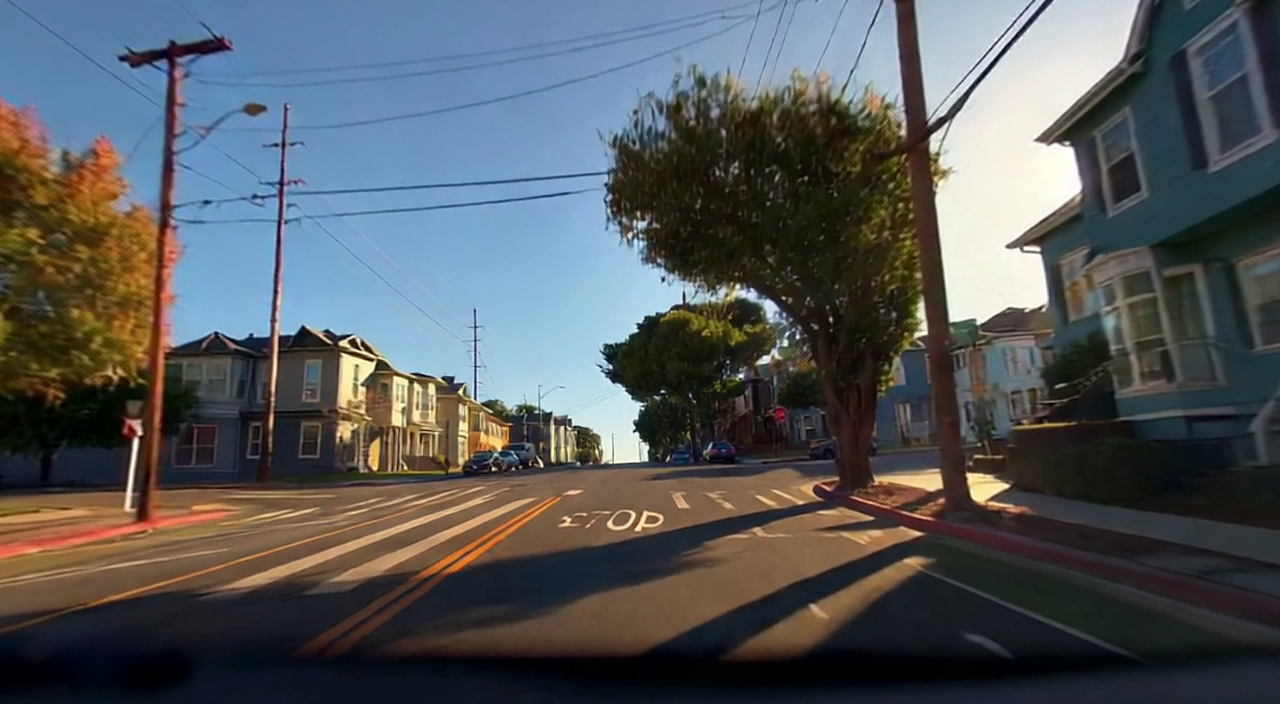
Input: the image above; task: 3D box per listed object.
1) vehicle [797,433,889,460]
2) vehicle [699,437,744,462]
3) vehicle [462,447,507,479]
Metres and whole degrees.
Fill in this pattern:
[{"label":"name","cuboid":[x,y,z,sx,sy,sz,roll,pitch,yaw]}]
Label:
[{"label":"vehicle","cuboid":[11.178,5.195,34.887,4.336,1.424,1.954,1,-9,-10]},{"label":"vehicle","cuboid":[5.314,6.440,41.726,2.059,1.502,4.824,0,-8,-4]},{"label":"vehicle","cuboid":[-9.698,6.896,39.724,1.900,1.683,4.486,-5,-8,-4]}]
